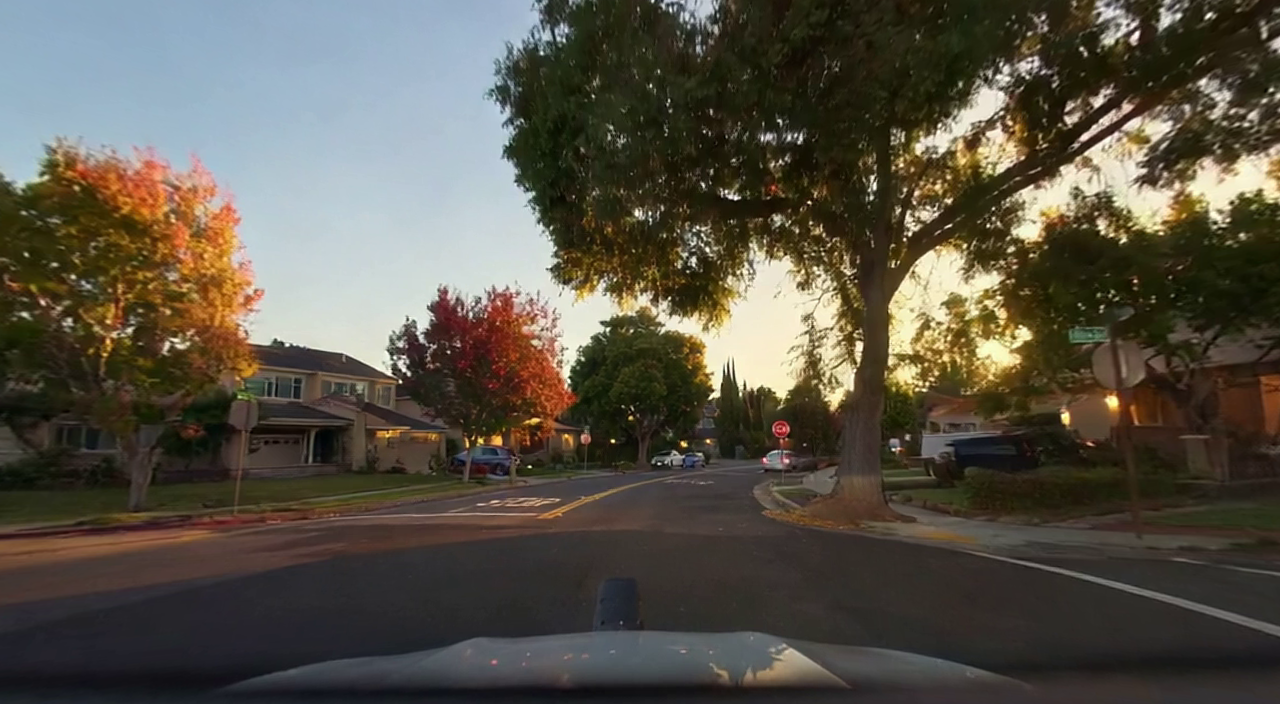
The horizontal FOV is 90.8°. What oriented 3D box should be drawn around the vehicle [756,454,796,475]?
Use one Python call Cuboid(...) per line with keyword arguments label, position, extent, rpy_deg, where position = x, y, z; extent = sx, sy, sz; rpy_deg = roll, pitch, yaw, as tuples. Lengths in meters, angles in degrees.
Cuboid(label="vehicle", position=(10.487, 8.575, 48.460), extent=(2.045, 1.478, 4.914), rpy_deg=(-4, -9, 23))
